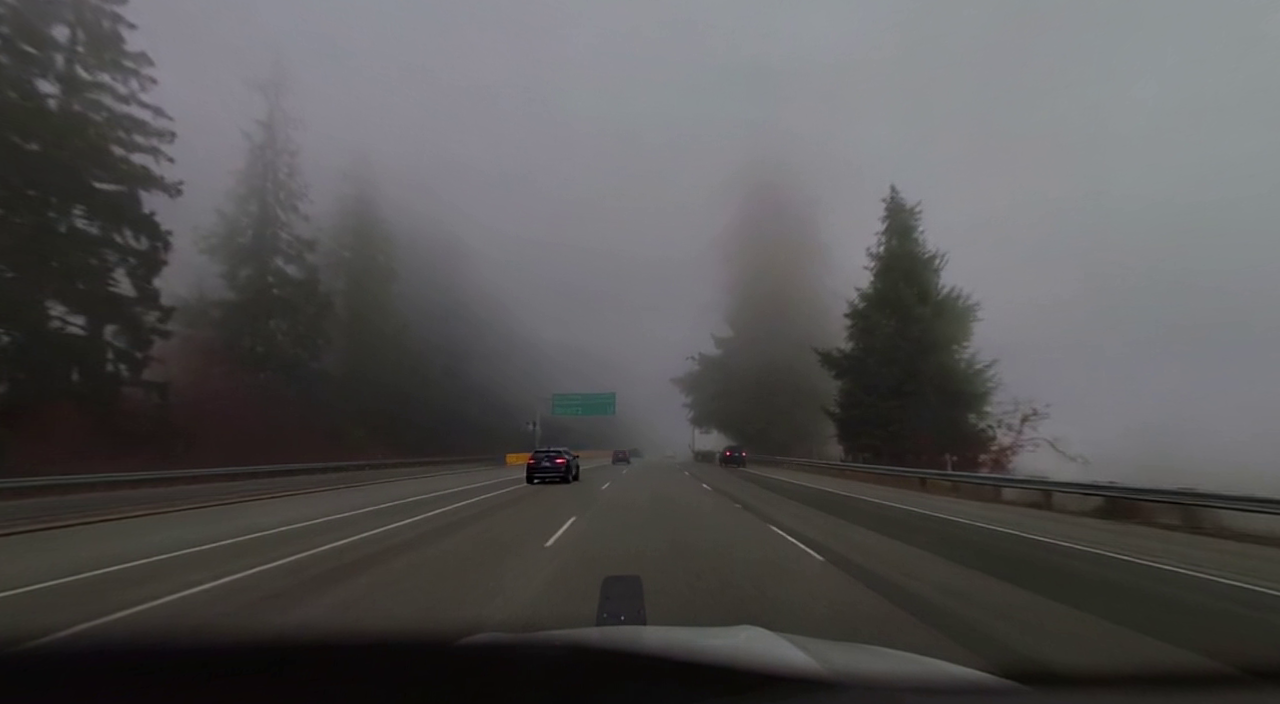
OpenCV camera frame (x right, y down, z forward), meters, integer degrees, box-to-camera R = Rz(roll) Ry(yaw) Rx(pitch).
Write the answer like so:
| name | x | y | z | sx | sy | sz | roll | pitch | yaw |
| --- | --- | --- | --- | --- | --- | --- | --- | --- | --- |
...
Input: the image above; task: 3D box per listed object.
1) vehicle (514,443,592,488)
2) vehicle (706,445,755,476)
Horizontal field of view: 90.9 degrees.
| name | x | y | z | sx | sy | sz | roll | pitch | yaw |
| --- | --- | --- | --- | --- | --- | --- | --- | --- | --- |
| vehicle | -3.192 | 4.317 | 24.189 | 2.085 | 1.530 | 4.809 | 0 | -9 | 2 |
| vehicle | 4.931 | 5.982 | 34.897 | 2.176 | 1.598 | 3.878 | 0 | -9 | 1 |
